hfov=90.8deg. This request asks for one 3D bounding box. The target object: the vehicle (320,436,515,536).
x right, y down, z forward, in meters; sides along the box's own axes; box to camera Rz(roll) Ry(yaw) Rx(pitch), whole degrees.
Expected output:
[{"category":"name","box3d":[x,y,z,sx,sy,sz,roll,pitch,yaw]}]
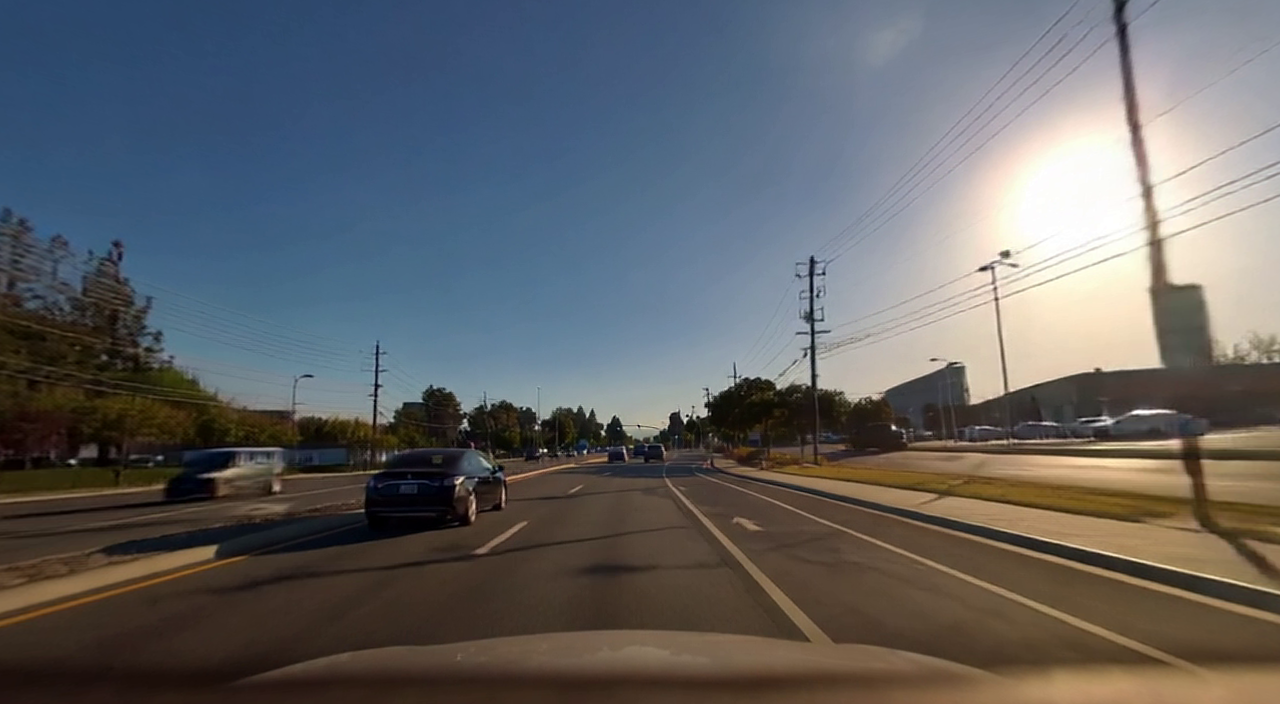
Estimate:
[{"category":"vehicle","box3d":[-3.861,2.394,12.010,1.928,1.488,4.635,0,-9,1]}]

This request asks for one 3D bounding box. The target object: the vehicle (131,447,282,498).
[{"category":"vehicle","box3d":[-15.898,4.408,23.542,2.332,1.678,4.431,0,-9,3]}]
